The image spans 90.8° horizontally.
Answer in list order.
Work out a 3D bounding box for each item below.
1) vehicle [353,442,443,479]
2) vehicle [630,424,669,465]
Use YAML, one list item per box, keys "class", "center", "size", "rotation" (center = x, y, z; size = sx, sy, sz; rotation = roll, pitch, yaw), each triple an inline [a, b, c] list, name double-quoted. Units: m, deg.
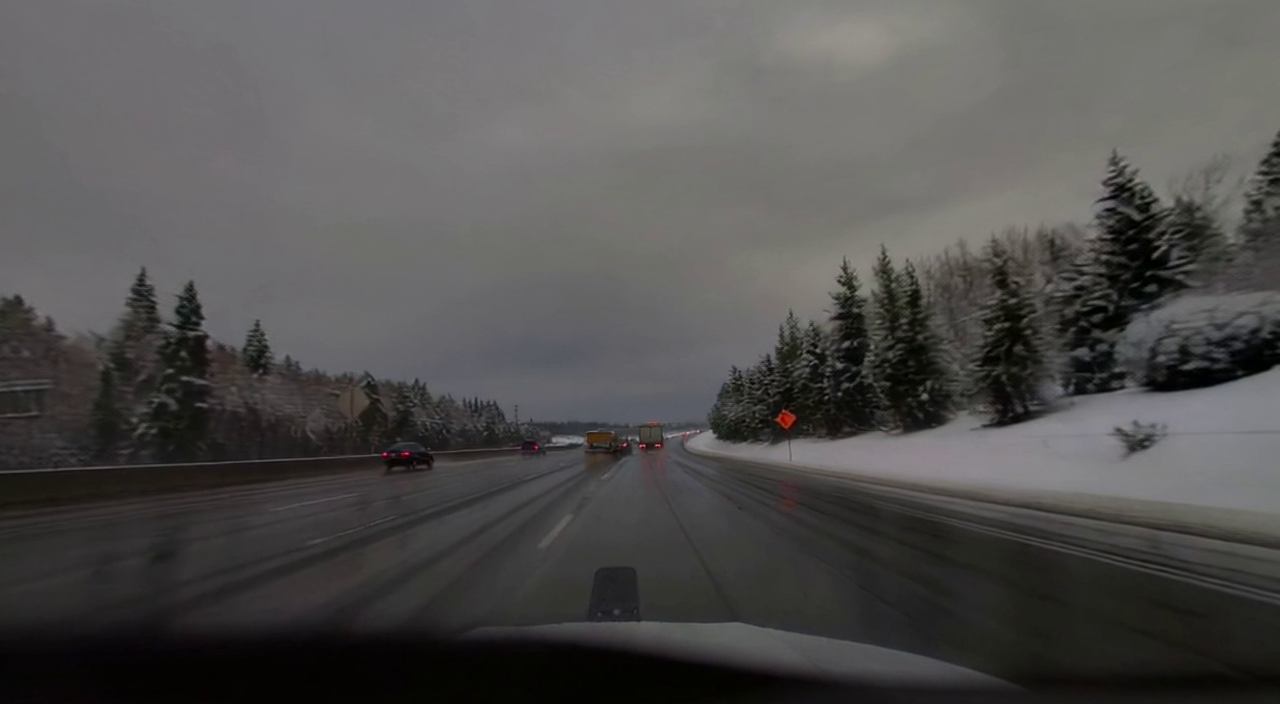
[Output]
- class: "vehicle"
  center: [-10.313, 4.643, 27.325]
  size: [1.952, 1.457, 4.689]
  rotation: [0, -8, 1]
- class: "vehicle"
  center: [0.744, 7.146, 49.124]
  size: [2.768, 2.854, 6.757]
  rotation: [2, -8, 1]
